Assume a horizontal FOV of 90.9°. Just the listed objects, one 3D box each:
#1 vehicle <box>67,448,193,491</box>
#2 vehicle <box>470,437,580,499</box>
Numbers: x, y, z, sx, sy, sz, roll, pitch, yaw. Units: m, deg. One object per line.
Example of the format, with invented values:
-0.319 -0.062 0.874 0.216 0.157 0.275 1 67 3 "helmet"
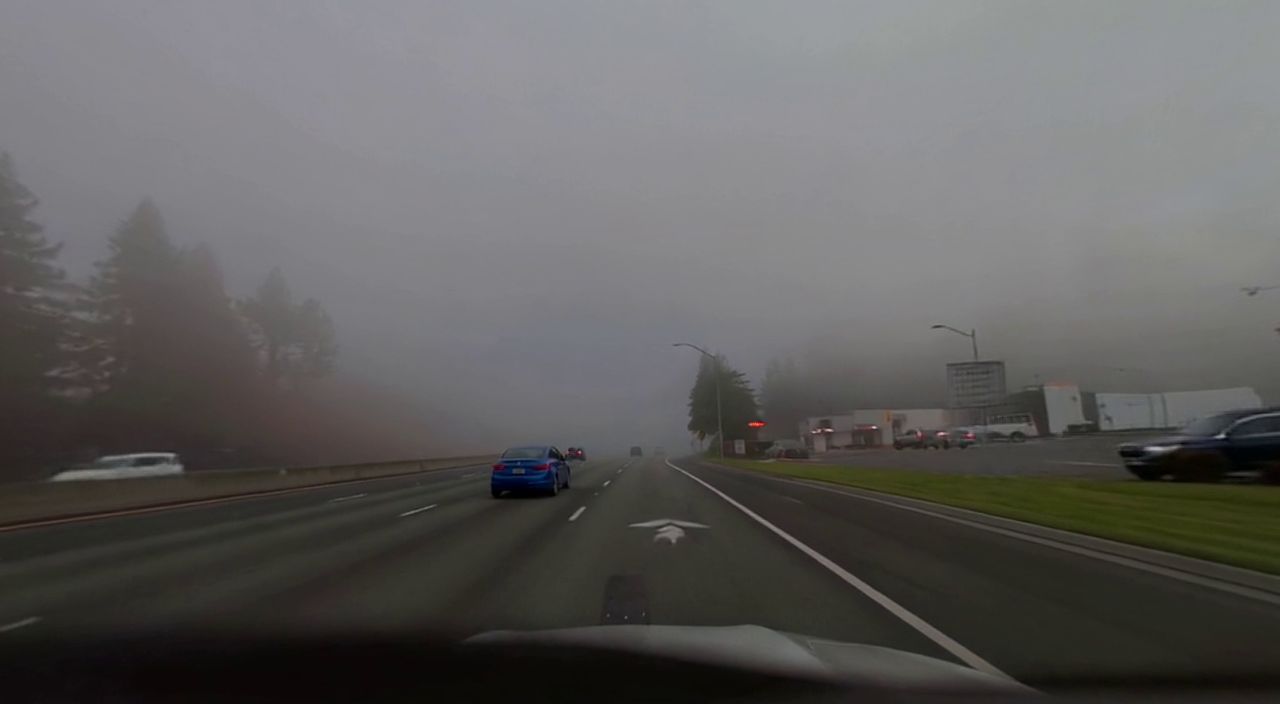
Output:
-25.105 5.749 31.308 2.099 1.906 4.891 0 -8 1 "vehicle"
-3.050 3.181 17.732 2.152 1.479 4.394 0 -8 2 "vehicle"
